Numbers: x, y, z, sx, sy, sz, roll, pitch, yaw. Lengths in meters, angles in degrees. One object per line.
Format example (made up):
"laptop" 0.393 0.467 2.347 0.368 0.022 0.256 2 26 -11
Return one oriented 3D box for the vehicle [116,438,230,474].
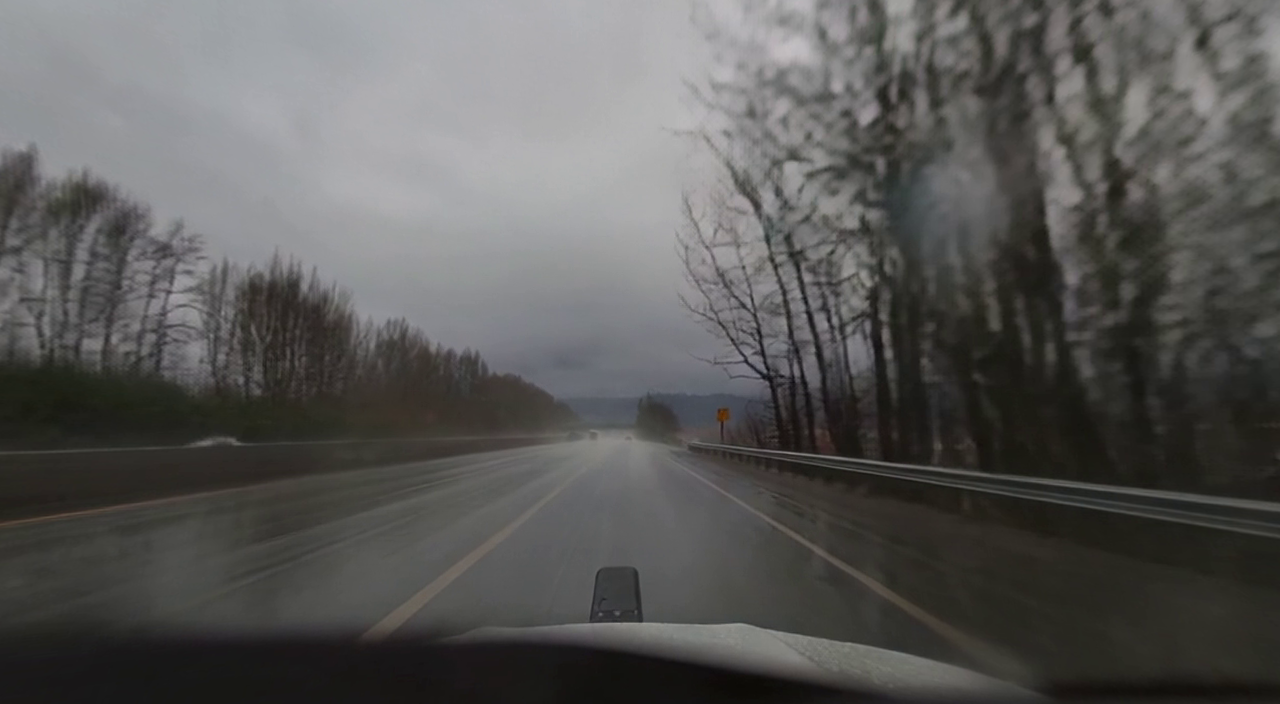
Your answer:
"vehicle" -21.395 4.742 29.088 1.830 1.520 4.609 0 -8 -1
